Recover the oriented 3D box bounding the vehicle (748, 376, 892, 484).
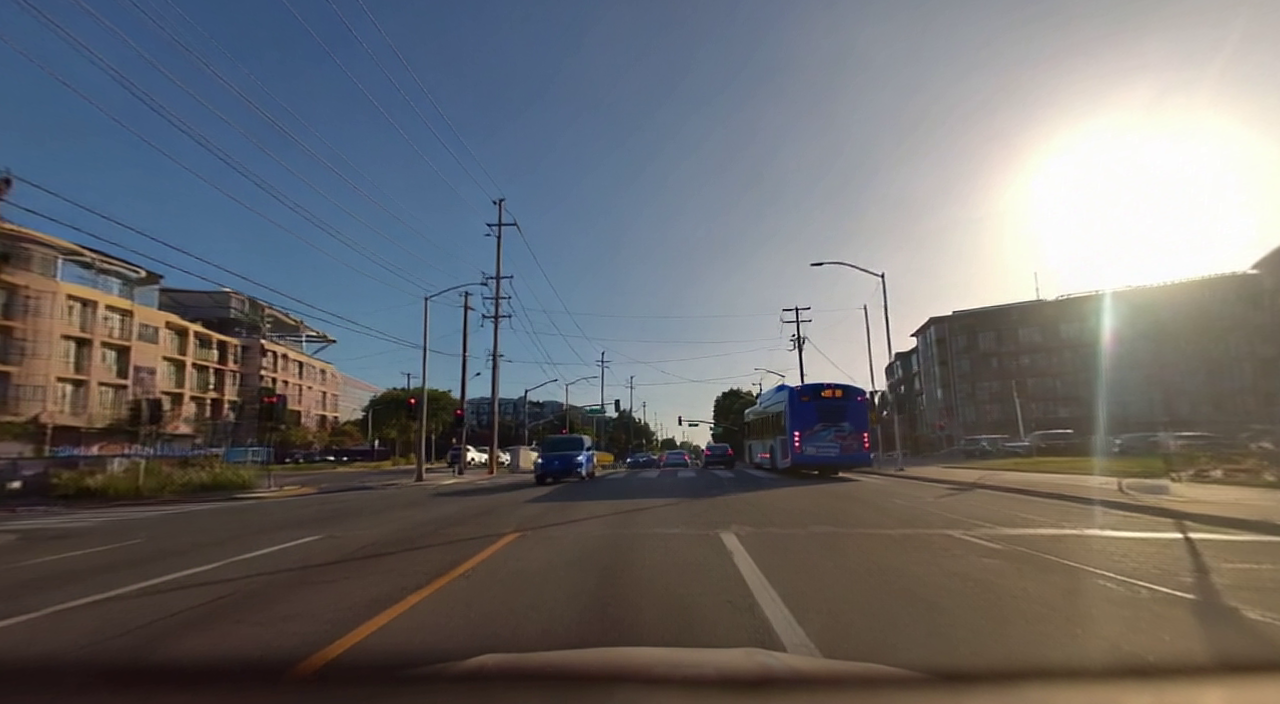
[{"bbox_3d":[6.823,3.414,26.592,3.045,3.447,12.604,-1,-8,3],"label":"vehicle"}]

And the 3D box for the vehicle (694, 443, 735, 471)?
[{"bbox_3d":[4.168,5.899,35.816,1.961,1.470,4.196,0,-8,2],"label":"vehicle"}]

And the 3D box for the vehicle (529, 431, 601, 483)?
[{"bbox_3d":[-2.787,4.025,24.475,2.015,1.818,4.061,-1,-8,4],"label":"vehicle"}]
